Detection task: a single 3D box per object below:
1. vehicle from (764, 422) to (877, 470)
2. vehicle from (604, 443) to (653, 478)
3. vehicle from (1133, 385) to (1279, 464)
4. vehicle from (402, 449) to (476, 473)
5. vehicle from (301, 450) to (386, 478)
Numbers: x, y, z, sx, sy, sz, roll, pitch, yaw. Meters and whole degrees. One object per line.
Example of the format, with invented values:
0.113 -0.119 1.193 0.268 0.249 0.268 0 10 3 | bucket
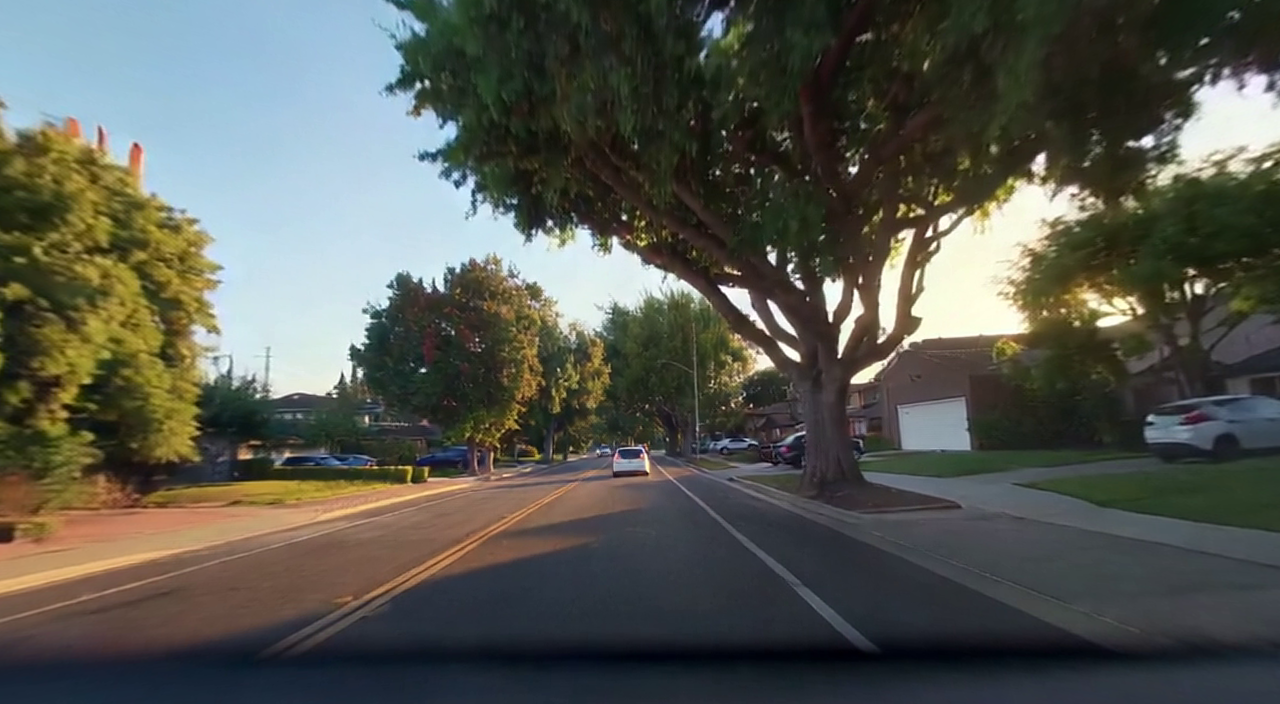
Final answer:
8.283 4.371 29.352 4.513 1.617 1.998 -7 -9 -1 | vehicle
-0.475 4.985 29.315 2.098 1.483 4.099 0 -9 0 | vehicle
17.038 1.877 17.262 5.269 1.813 2.063 -5 -9 -1 | vehicle
-14.837 8.063 46.830 4.608 1.743 2.222 -1 -9 7 | vehicle
-17.121 6.434 36.492 4.608 1.481 1.890 -4 -10 26 | vehicle
